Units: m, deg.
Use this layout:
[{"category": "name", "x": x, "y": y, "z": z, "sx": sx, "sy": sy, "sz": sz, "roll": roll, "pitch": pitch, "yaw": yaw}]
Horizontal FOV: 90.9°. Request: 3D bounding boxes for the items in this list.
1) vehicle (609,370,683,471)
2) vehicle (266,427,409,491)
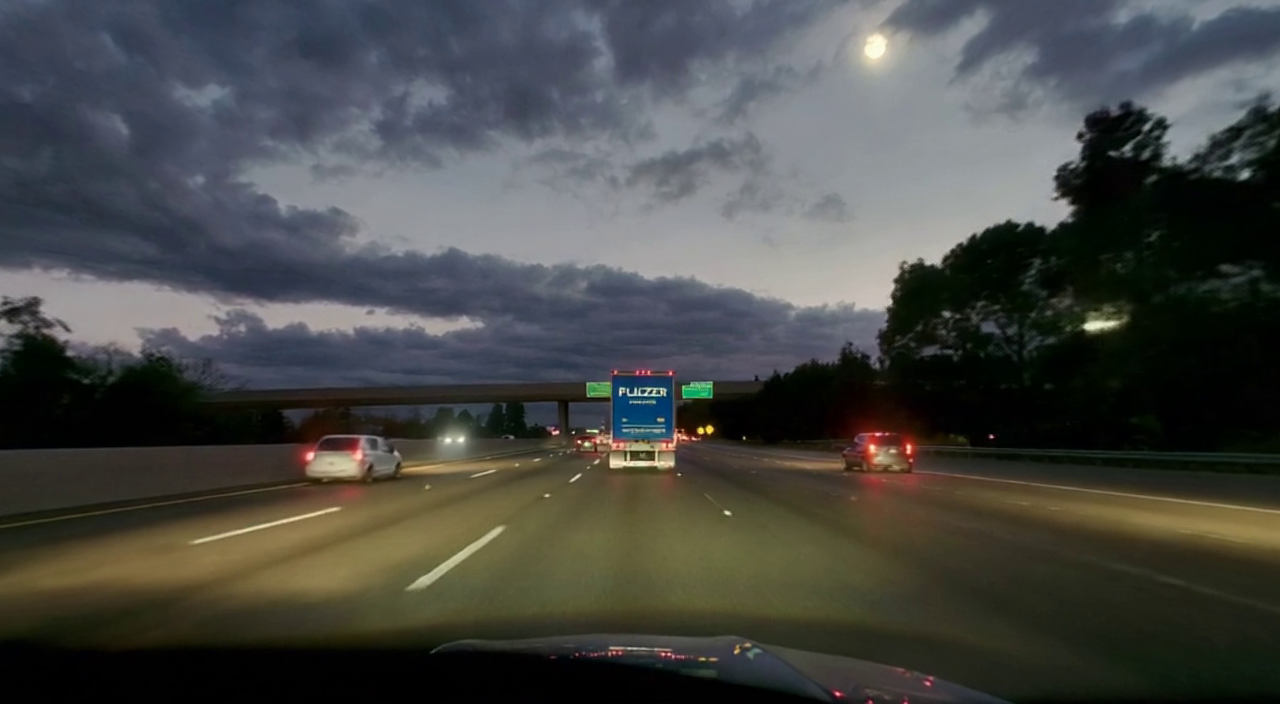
[{"category": "vehicle", "x": 0.093, "y": 3.505, "z": 30.845, "sx": 2.926, "sy": 3.959, "sz": 11.818, "roll": 0, "pitch": -8, "yaw": -1}, {"category": "vehicle", "x": -8.230, "y": 2.937, "z": 17.629, "sx": 2.041, "sy": 1.566, "sz": 3.986, "roll": 0, "pitch": -8, "yaw": 0}]
